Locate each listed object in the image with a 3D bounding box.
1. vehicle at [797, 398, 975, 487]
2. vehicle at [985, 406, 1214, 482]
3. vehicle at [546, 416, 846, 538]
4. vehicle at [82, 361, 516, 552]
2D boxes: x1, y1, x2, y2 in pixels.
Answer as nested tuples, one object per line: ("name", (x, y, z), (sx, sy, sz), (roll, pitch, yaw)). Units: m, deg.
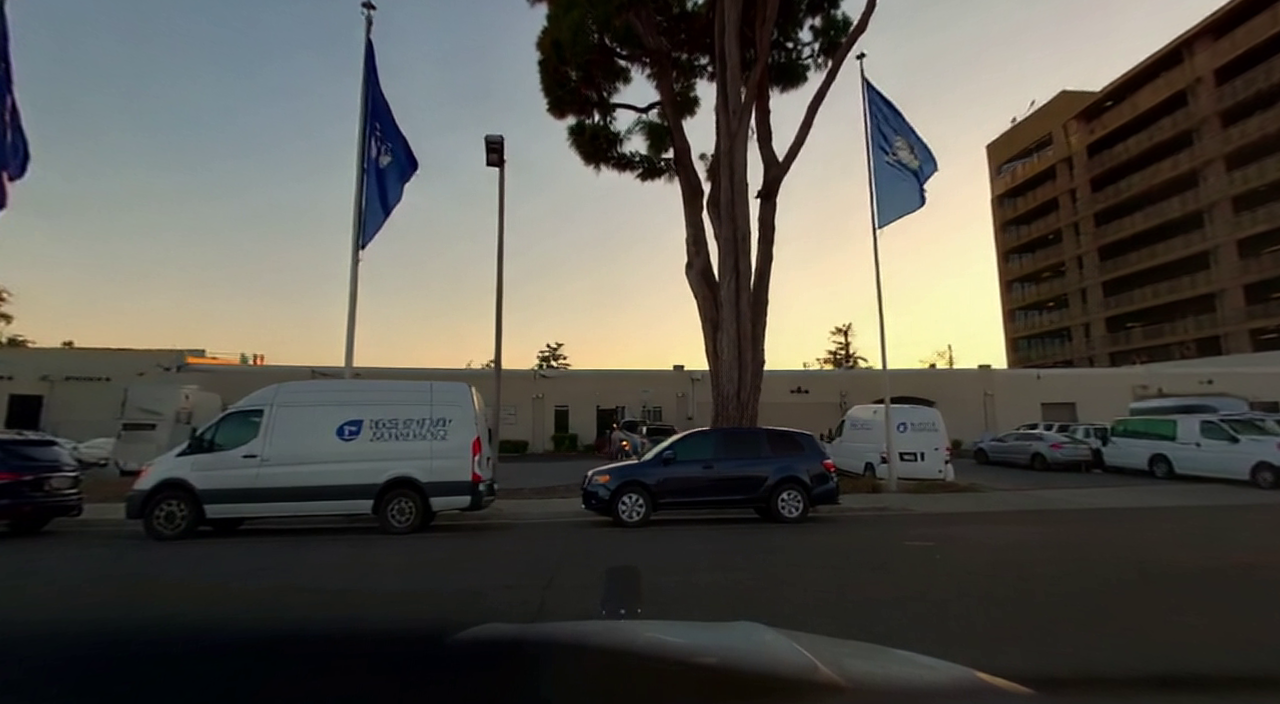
("vehicle", (7.312, 2.842, 19.804), (2.491, 2.324, 5.986), (1, -8, -8))
("vehicle", (15.087, 3.096, 21.535), (2.228, 2.126, 6.632), (-1, -8, -7))
("vehicle", (0.851, 2.176, 11.385), (4.992, 1.894, 2.043), (2, -8, -8))
("vehicle", (-5.208, 1.716, 10.742), (5.899, 2.757, 2.257), (1, -9, -8))
